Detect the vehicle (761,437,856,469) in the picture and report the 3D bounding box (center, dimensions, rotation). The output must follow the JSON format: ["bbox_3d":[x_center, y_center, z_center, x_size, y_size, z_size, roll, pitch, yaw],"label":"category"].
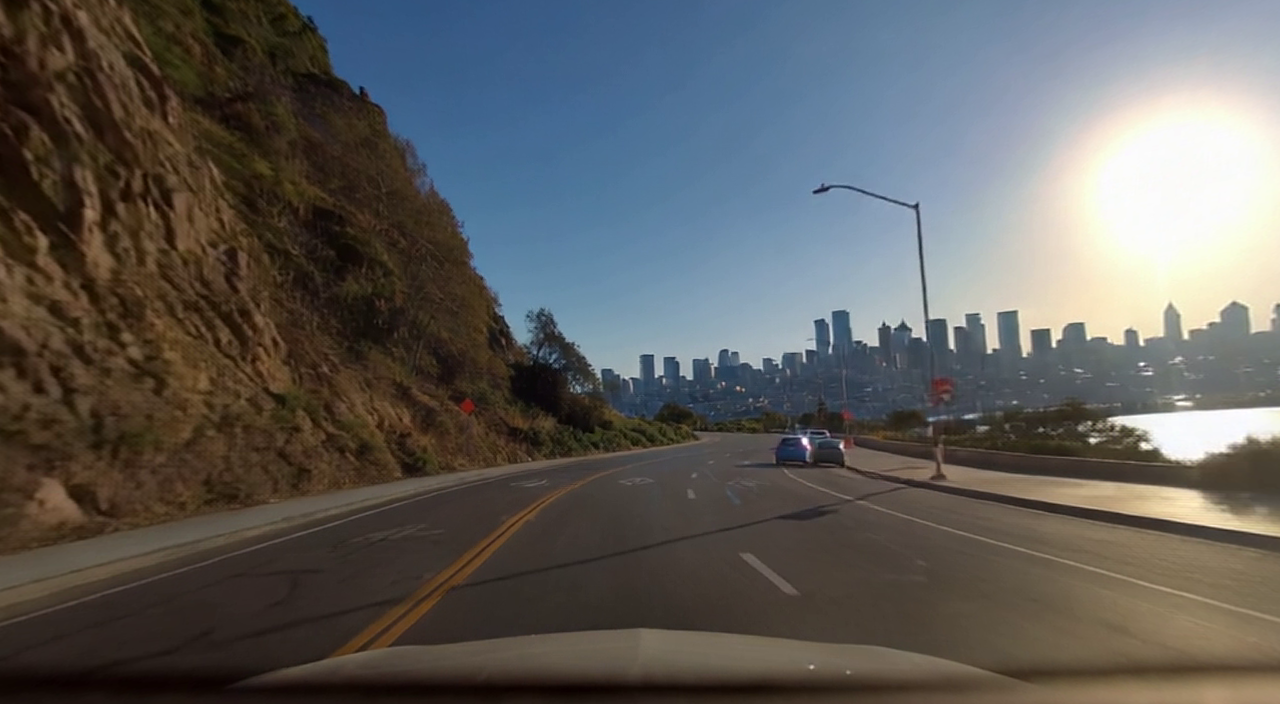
[{"bbox_3d":[9.036,5.345,33.785,4.963,1.585,2.155,5,-9,-34],"label":"vehicle"}]
